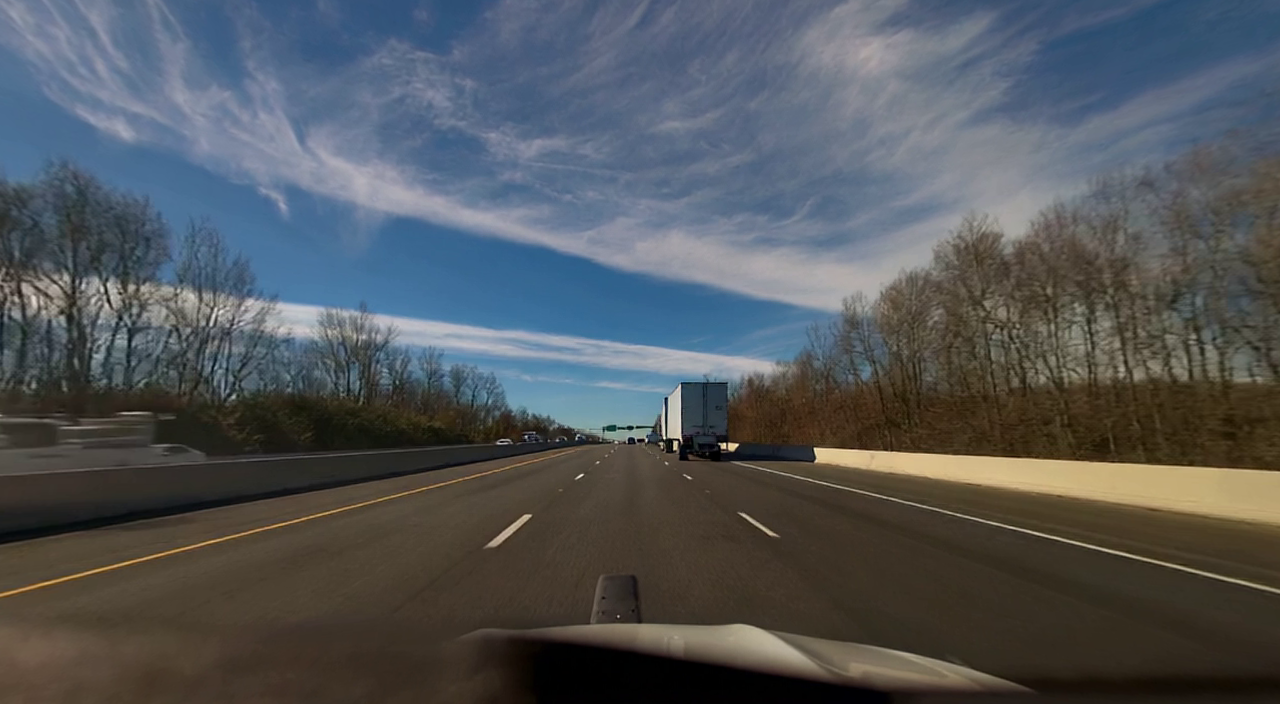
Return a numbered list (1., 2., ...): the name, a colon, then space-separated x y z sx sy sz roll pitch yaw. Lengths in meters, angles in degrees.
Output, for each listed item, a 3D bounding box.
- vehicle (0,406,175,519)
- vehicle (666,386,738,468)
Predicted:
1. vehicle: -12.053 2.133 12.519 2.065 1.928 4.683 0 -8 -2
2. vehicle: 3.485 4.802 39.910 2.979 4.161 15.508 0 -7 0
